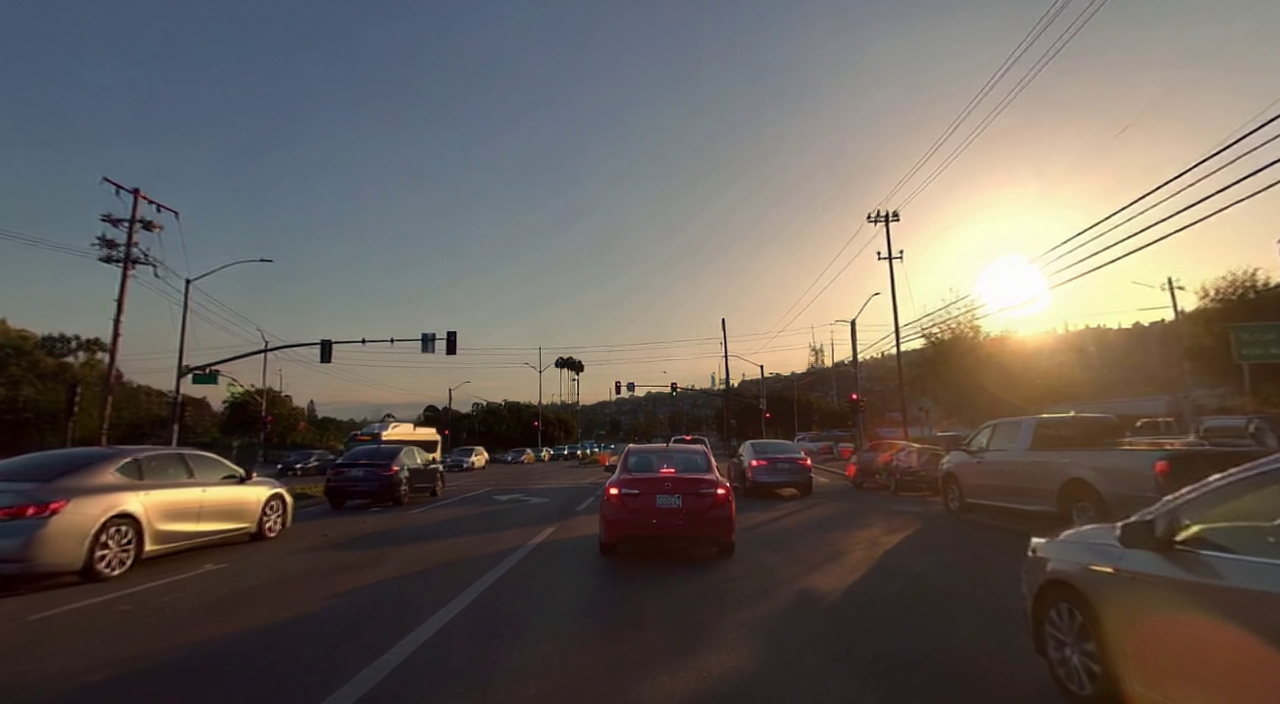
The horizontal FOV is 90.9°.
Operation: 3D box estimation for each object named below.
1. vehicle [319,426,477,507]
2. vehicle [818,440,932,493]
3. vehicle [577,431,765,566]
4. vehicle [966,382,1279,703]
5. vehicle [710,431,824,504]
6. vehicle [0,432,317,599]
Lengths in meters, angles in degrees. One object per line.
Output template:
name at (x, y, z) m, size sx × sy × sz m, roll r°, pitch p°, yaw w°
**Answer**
vehicle at (-6.239, 3.005, 17.106) m, size 2.070 × 1.824 × 5.196 m, roll -1°, pitch -8°, yaw 2°
vehicle at (7.271, 3.557, 20.057) m, size 1.867 × 1.459 × 4.436 m, roll 0°, pitch -8°, yaw -1°
vehicle at (0.328, 1.939, 9.129) m, size 2.109 × 1.483 × 3.964 m, roll 0°, pitch -8°, yaw -1°
vehicle at (3.101, 0.856, 2.073) m, size 1.870 × 1.523 × 4.096 m, roll 0°, pitch -8°, yaw 0°
vehicle at (3.239, 3.039, 17.094) m, size 2.042 × 1.676 × 4.364 m, roll 0°, pitch -8°, yaw -2°
vehicle at (-6.404, 1.831, 8.112) m, size 1.955 × 1.497 × 4.639 m, roll -1°, pitch -8°, yaw 1°
